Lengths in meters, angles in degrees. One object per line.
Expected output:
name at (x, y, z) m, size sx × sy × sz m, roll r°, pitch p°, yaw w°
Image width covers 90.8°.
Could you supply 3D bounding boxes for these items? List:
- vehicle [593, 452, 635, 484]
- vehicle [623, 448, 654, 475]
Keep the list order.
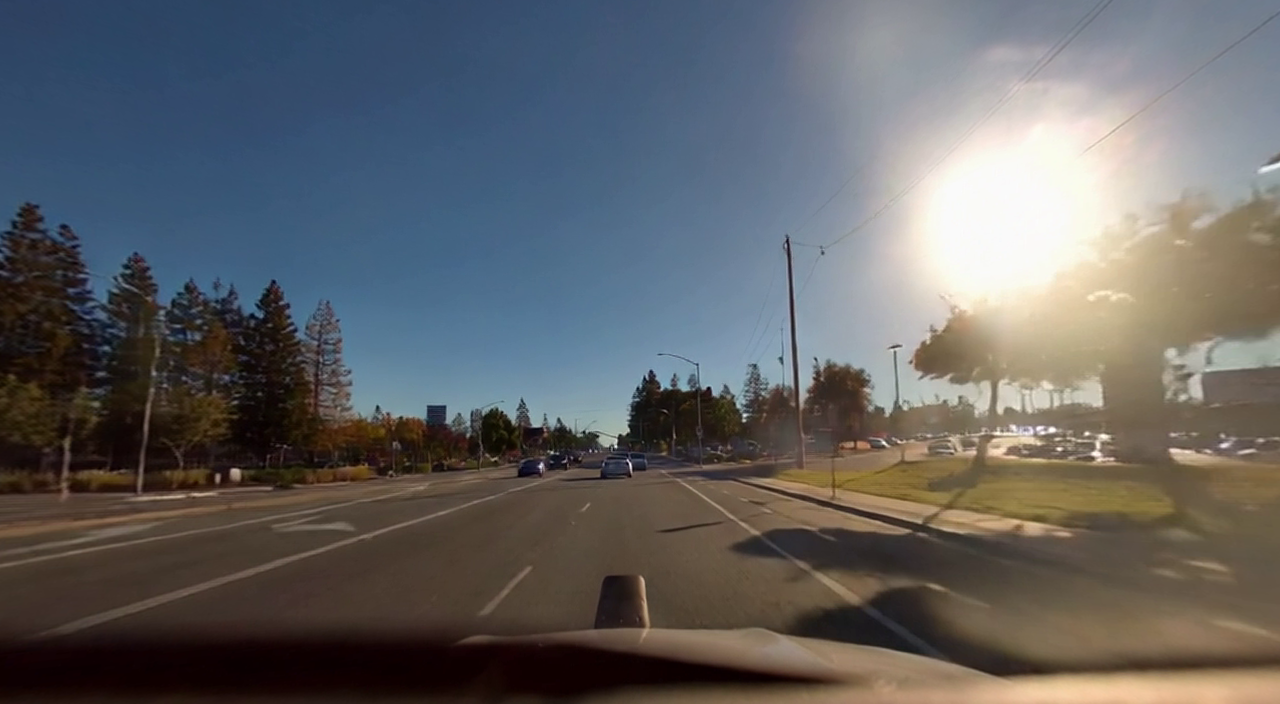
vehicle at (-1.262, 5.628, 30.880) m, size 1.917 × 1.418 × 3.987 m, roll 1°, pitch -9°, yaw -2°
vehicle at (-0.157, 7.662, 44.459) m, size 2.046 × 1.768 × 4.370 m, roll 1°, pitch -9°, yaw -3°
